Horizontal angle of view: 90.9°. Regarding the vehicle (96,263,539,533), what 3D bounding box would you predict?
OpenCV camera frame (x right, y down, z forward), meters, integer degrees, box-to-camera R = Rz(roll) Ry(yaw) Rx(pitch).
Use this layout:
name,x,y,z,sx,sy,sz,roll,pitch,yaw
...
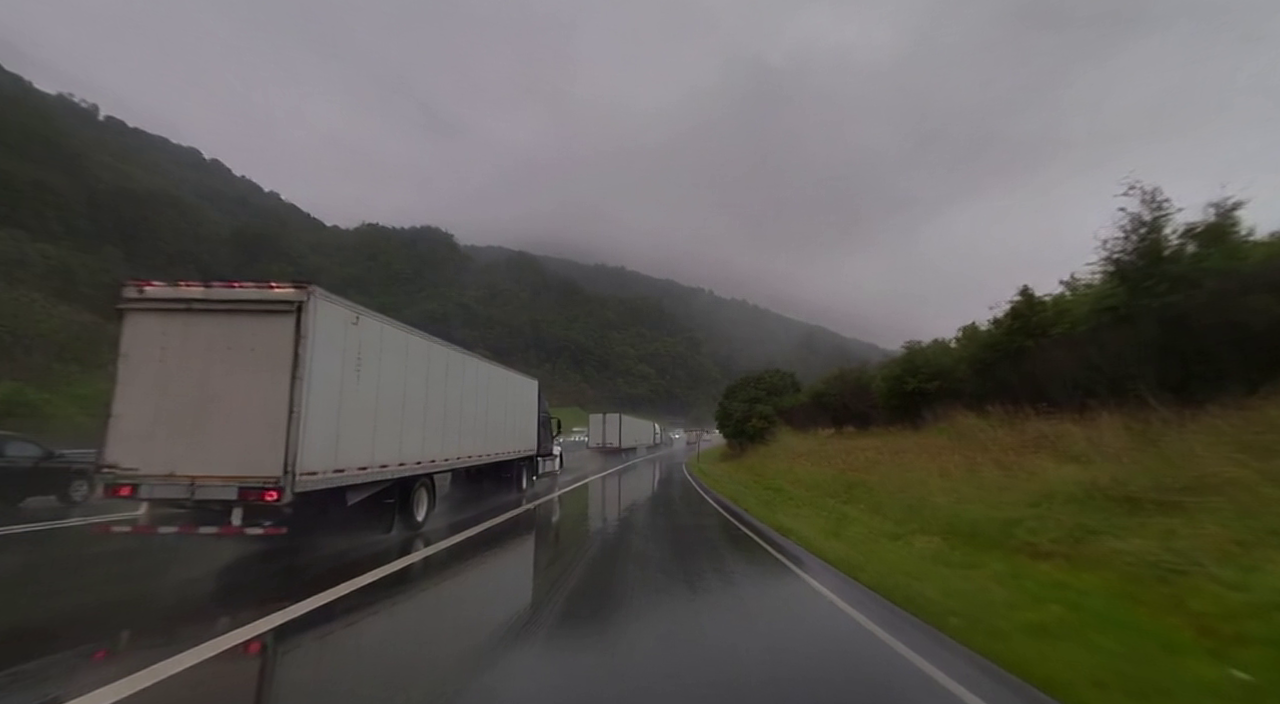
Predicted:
name,x,y,z,sx,sy,sz,roll,pitch,yaw
vehicle,-6.005,1.738,16.664,2.848,4.067,14.314,-1,-9,6

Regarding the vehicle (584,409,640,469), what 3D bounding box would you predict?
name,x,y,z,sx,sy,sz,roll,pitch,yaw
vehicle,-1.616,5.804,41.531,2.968,3.439,10.174,0,-9,1
